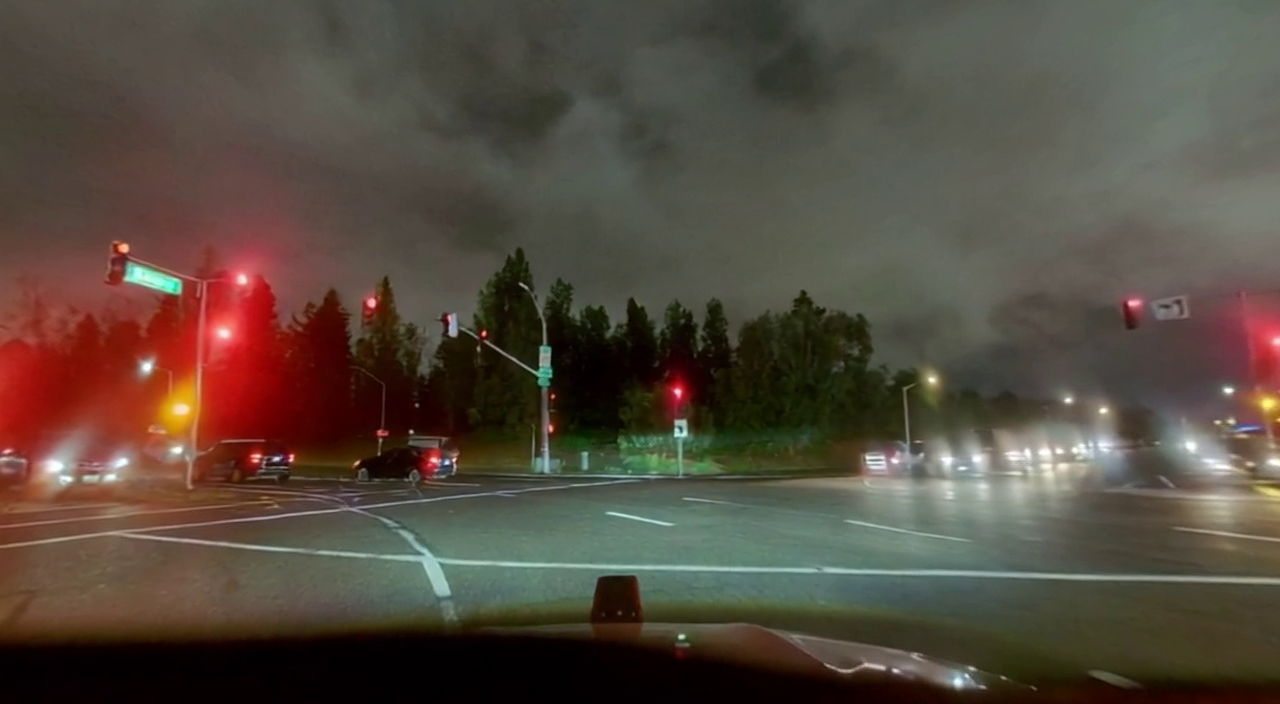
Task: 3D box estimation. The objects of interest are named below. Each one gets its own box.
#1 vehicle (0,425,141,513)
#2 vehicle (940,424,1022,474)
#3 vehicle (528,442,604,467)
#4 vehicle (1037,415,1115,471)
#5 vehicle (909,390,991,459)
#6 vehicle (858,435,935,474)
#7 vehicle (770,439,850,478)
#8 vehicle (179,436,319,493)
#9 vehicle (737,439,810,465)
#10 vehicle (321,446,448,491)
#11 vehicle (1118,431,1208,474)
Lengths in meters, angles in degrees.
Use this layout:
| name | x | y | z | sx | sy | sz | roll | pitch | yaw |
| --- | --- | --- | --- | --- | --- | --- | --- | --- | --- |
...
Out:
| name | x | y | z | sx | sy | sz | roll | pitch | yaw |
| --- | --- | --- | --- | --- | --- | --- | --- | --- | --- |
| vehicle | -15.130 | 2.972 | 16.215 | 4.658 | 1.911 | 2.162 | -7 | -11 | 34 |
| vehicle | 14.782 | 4.160 | 27.156 | 2.517 | 1.875 | 5.774 | -6 | -10 | 32 |
| vehicle | -5.168 | 7.147 | 44.325 | 5.020 | 1.660 | 1.819 | 4 | -10 | -28 |
| vehicle | 19.807 | 4.169 | 28.895 | 2.486 | 2.240 | 5.933 | -6 | -10 | 32 |
| vehicle | 23.785 | 5.713 | 47.846 | 3.322 | 4.512 | 13.942 | -6 | -10 | 34 |
| vehicle | 11.515 | 4.575 | 28.189 | 2.210 | 1.542 | 4.501 | -8 | -11 | 32 |
| vehicle | 8.075 | 4.991 | 29.720 | 2.210 | 1.565 | 4.588 | -9 | -12 | 31 |
| vehicle | -13.513 | 3.829 | 21.775 | 4.616 | 1.733 | 2.351 | -6 | -11 | 35 |
| vehicle | 9.672 | 7.305 | 46.145 | 4.869 | 1.751 | 1.930 | -8 | -12 | 44 |
| vehicle | -9.289 | 4.145 | 22.890 | 4.581 | 1.460 | 1.965 | -6 | -10 | 34 |
| vehicle | 21.511 | 4.092 | 26.177 | 2.226 | 1.562 | 4.422 | -6 | -9 | 32 |
